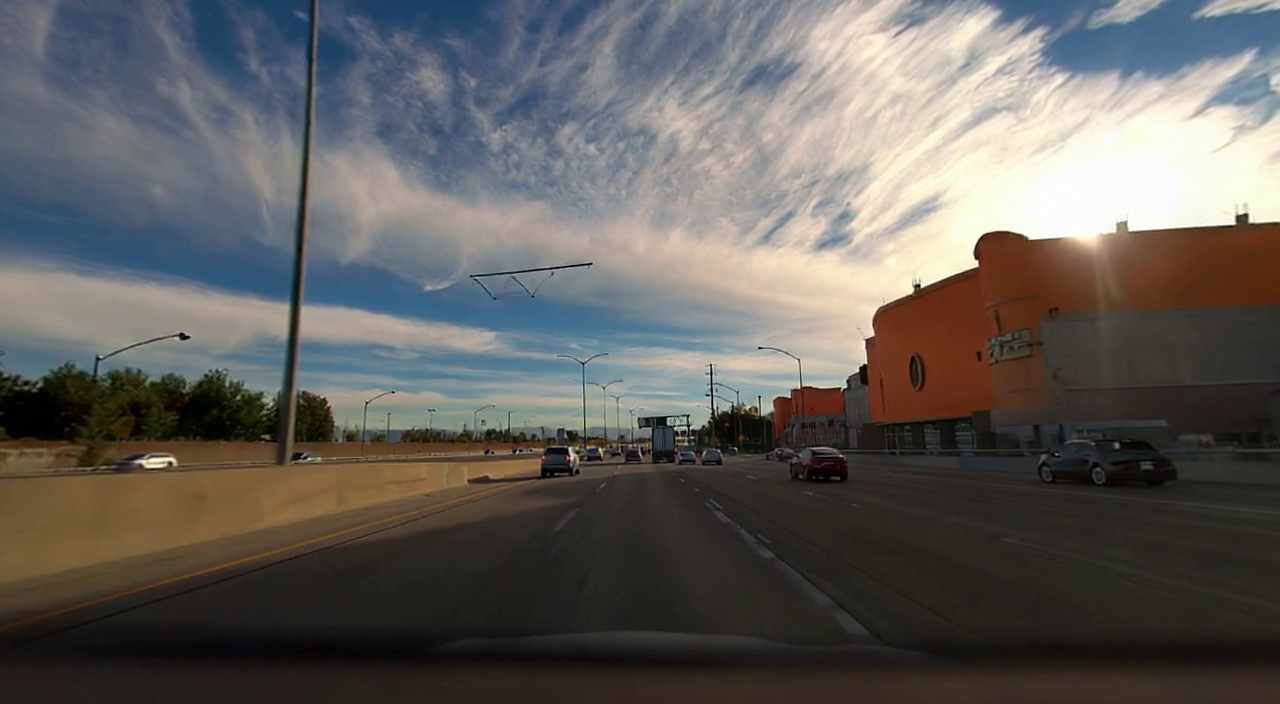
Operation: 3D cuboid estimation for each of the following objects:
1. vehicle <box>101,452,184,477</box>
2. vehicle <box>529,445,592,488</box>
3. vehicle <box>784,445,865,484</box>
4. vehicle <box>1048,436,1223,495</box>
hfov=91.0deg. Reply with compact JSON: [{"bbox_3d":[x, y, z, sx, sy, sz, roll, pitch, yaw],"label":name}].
[{"bbox_3d":[-35.608,8.027,45.231,1.960,1.618,4.852,0,-9,1],"label":"vehicle"},{"bbox_3d":[-2.999,4.415,24.581,1.929,1.521,4.097,0,-9,0],"label":"vehicle"},{"bbox_3d":[7.682,4.700,26.675,1.980,1.501,4.433,0,-9,-2],"label":"vehicle"},{"bbox_3d":[16.649,3.805,21.529,2.201,1.785,4.399,1,-9,-3],"label":"vehicle"}]
